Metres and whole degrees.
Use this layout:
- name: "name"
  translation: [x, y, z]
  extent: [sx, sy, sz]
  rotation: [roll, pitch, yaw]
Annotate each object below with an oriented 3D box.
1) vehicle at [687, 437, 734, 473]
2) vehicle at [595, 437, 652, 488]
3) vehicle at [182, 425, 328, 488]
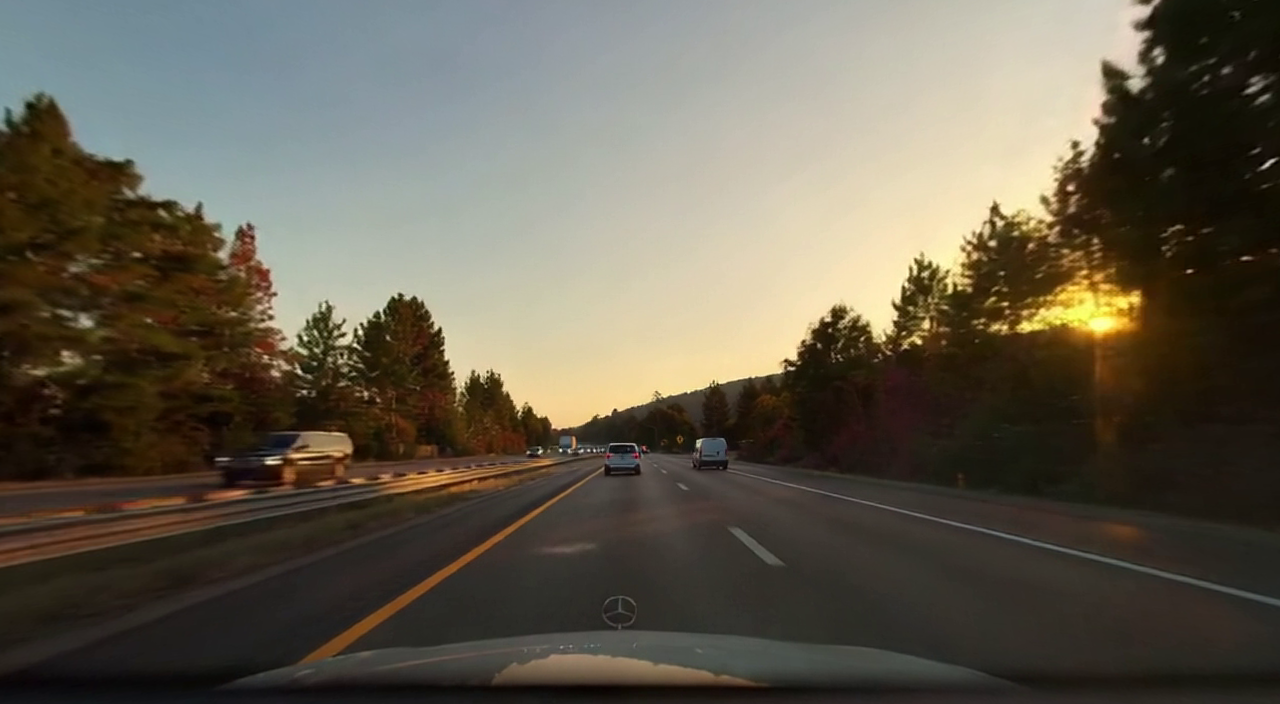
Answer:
- name: "vehicle"
  translation: [4.006, 5.969, 36.486]
  extent: [2.179, 1.930, 4.538]
  rotation: [0, -9, -1]
- name: "vehicle"
  translation: [-0.566, 4.129, 23.665]
  extent: [1.963, 1.711, 4.284]
  rotation: [0, -9, 0]
- name: "vehicle"
  translation: [-13.515, 3.711, 22.487]
  extent: [2.153, 1.980, 4.811]
  rotation: [0, -9, 0]
